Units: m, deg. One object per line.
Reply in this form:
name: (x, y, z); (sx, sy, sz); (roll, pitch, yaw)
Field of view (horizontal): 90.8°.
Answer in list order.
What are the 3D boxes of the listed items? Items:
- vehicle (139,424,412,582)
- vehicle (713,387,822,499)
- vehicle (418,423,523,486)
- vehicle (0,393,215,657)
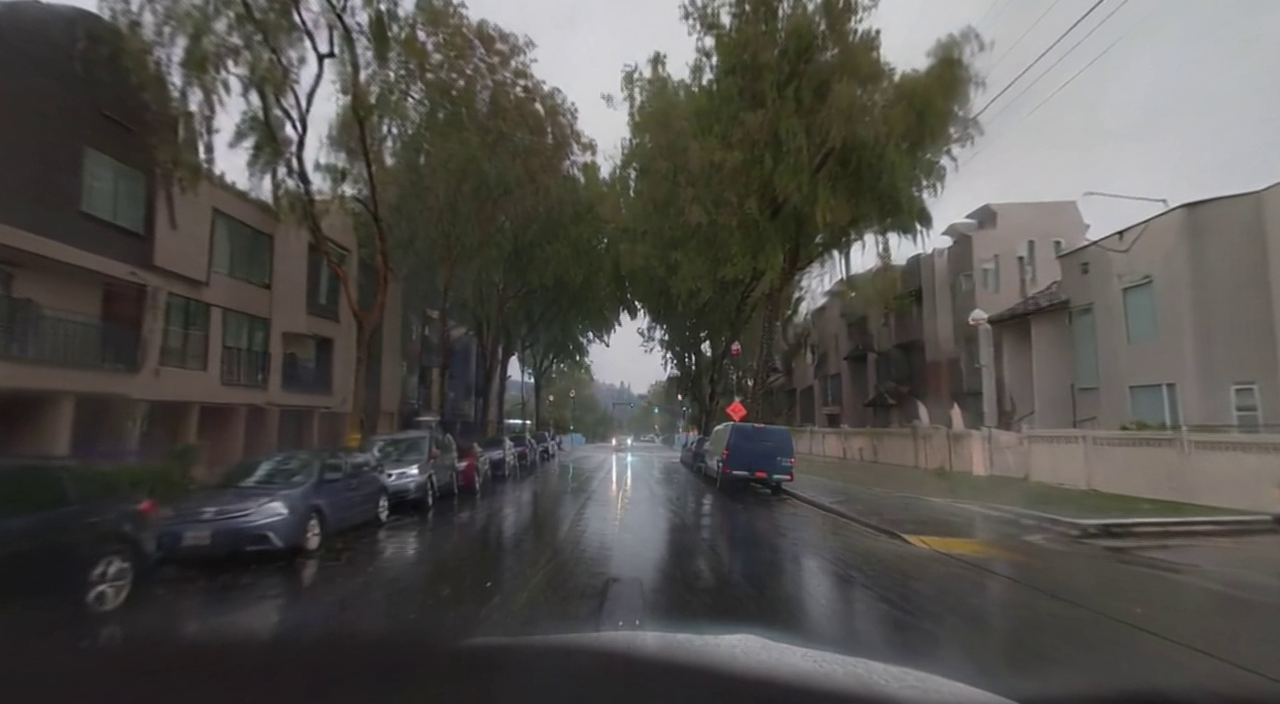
vehicle: (-5.312, 2.114, 10.028); (1.837, 1.499, 4.443); (-2, -2, -1)
vehicle: (3.664, 2.414, 17.805); (1.961, 2.656, 3.047); (0, -1, 35)
vehicle: (-5.391, 3.339, 20.824); (2.004, 1.845, 4.509); (-1, -8, 3)
vehicle: (-5.298, 1.268, 4.415); (1.824, 1.664, 4.344); (-1, 0, -2)
